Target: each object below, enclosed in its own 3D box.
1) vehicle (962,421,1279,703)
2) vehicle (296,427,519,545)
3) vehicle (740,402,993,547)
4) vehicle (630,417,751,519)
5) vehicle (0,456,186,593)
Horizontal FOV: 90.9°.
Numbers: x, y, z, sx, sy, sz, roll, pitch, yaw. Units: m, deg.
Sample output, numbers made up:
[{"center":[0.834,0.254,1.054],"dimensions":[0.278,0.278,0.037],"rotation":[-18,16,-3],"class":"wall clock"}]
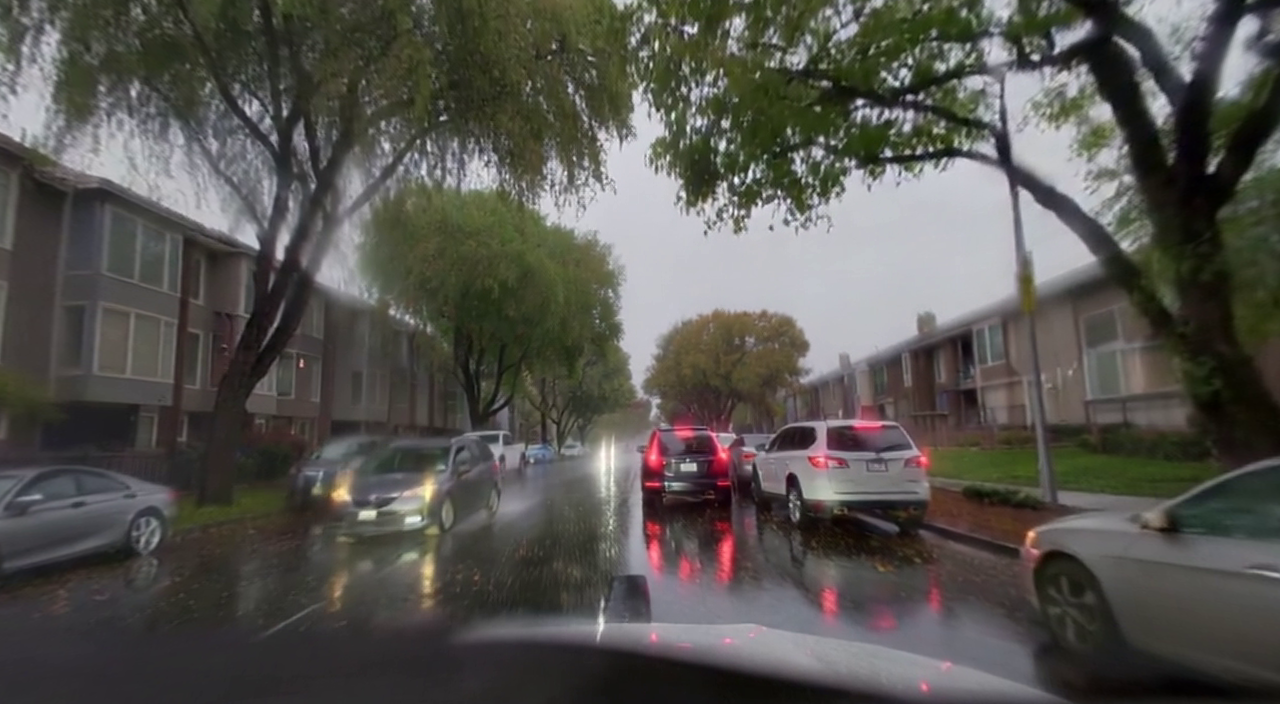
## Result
[{"center":[3.450,0.991,2.588],"dimensions":[1.881,1.403,4.214],"rotation":[0,-8,-2],"class":"vehicle"},{"center":[-3.816,2.255,11.256],"dimensions":[2.018,1.691,3.995],"rotation":[-2,-9,8],"class":"vehicle"},{"center":[3.262,1.917,10.557],"dimensions":[2.082,1.799,5.207],"rotation":[0,-8,-3],"class":"vehicle"},{"center":[0.862,2.371,13.441],"dimensions":[2.055,1.717,5.172],"rotation":[0,-8,0],"class":"vehicle"},{"center":[-7.984,2.122,7.723],"dimensions":[1.859,1.432,4.315],"rotation":[-5,-8,-3],"class":"vehicle"}]
